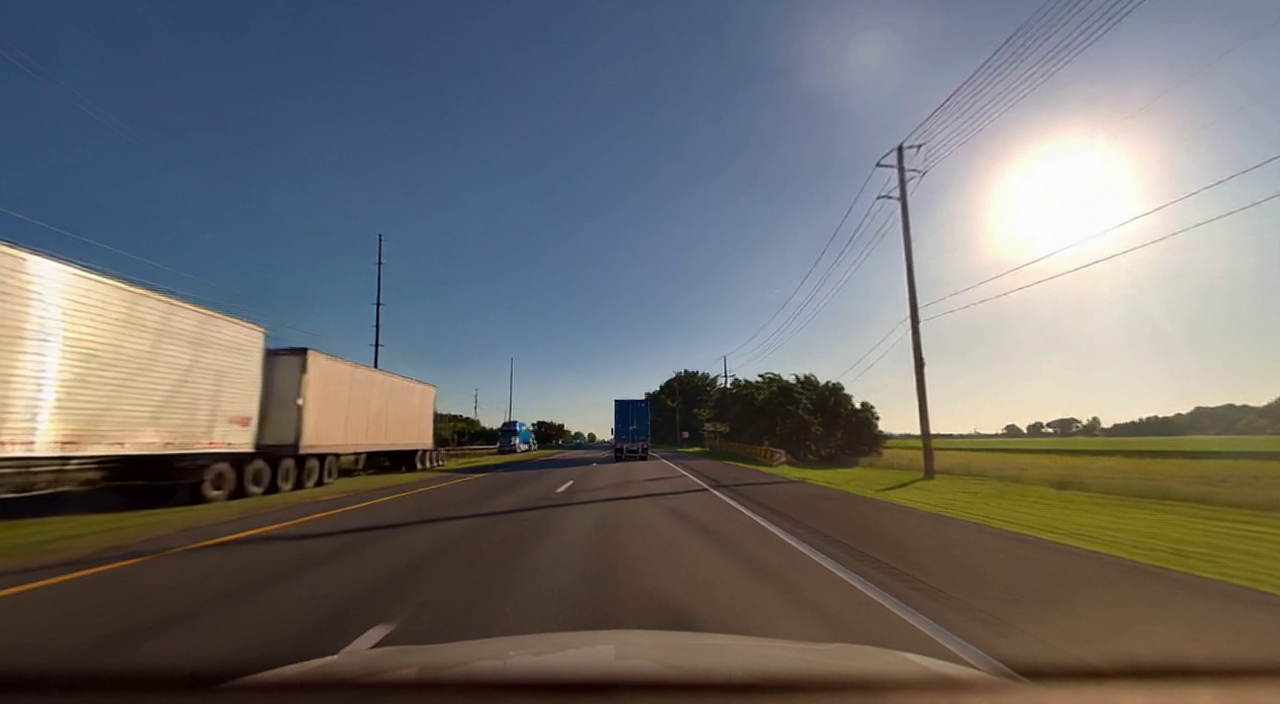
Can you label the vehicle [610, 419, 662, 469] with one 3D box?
[{"bbox_3d":[-0.270,4.345,29.728,2.240,2.129,4.480,0,-8,-2],"label":"vehicle"}]
